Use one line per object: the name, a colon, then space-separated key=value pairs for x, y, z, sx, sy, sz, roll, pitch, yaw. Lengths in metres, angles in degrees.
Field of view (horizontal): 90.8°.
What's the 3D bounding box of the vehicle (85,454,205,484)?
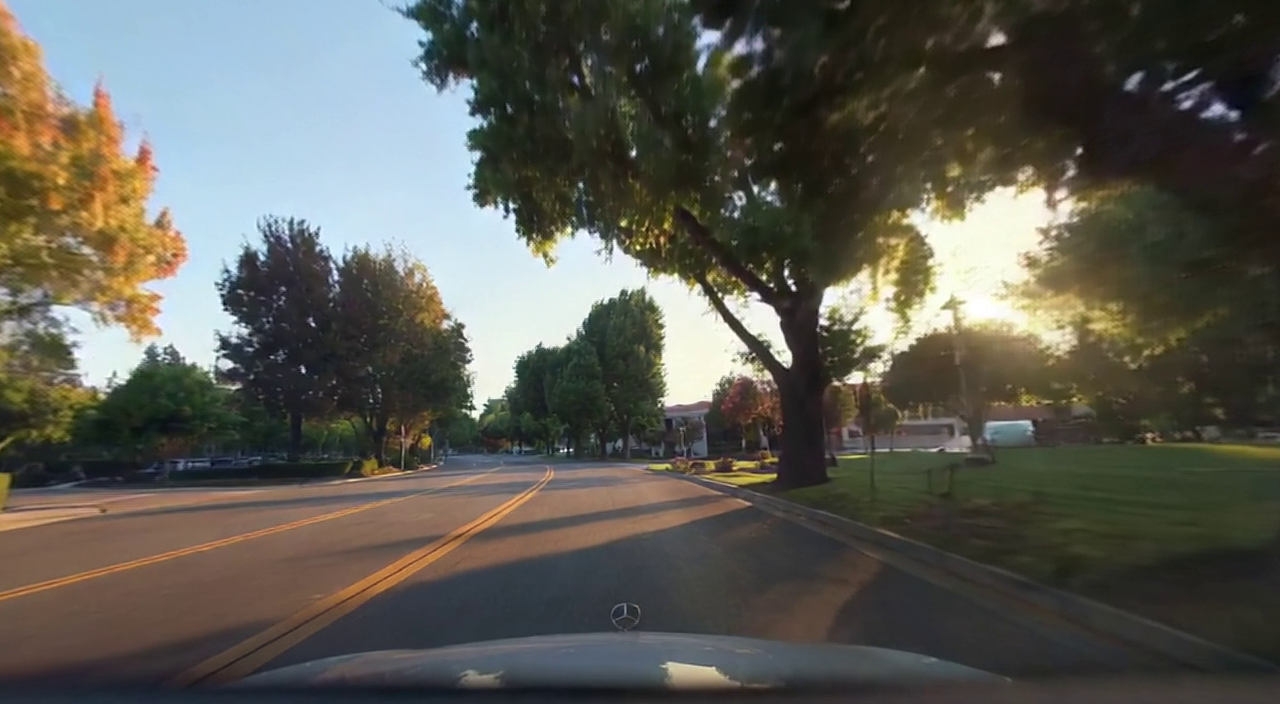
vehicle: x=-26.019 y=6.144 z=33.334 sx=4.527 sy=1.441 sz=2.024 roll=1 pitch=-8 yaw=-4
